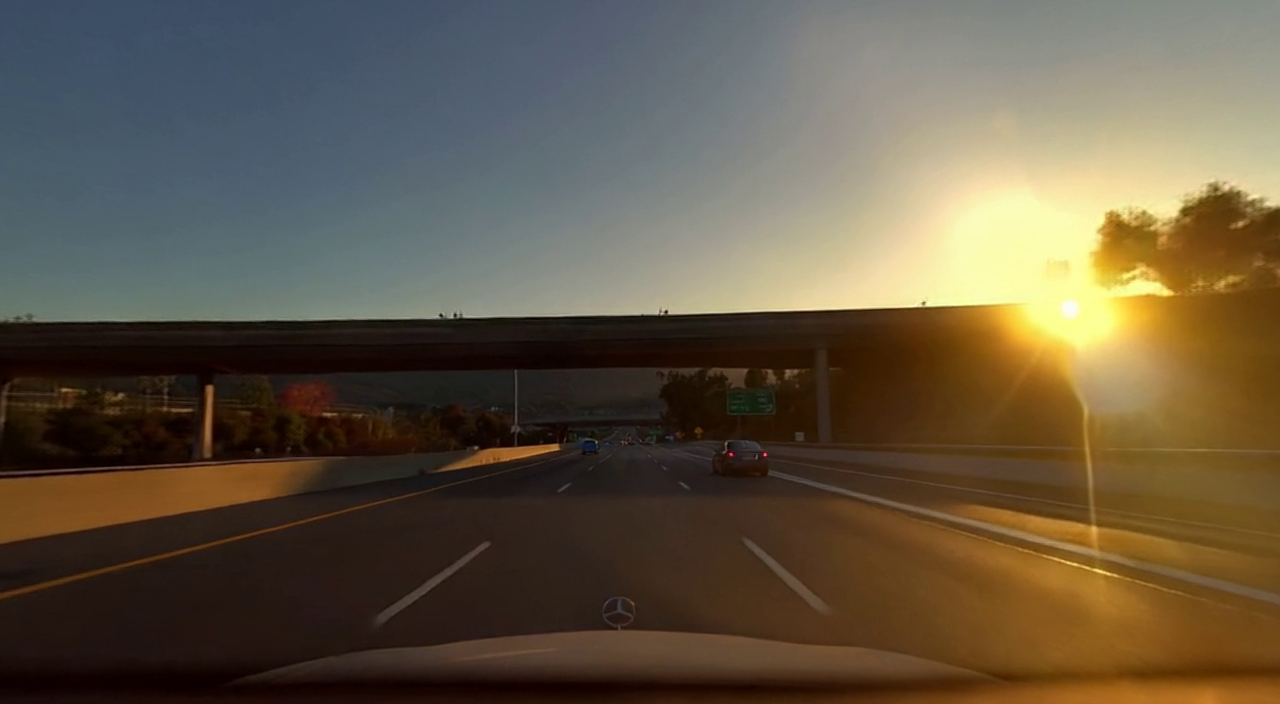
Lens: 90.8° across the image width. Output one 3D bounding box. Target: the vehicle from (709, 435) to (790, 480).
[{"bbox_3d":[3.945,3.884,23.465,2.060,1.485,4.274,0,-9,-2],"label":"vehicle"}]
